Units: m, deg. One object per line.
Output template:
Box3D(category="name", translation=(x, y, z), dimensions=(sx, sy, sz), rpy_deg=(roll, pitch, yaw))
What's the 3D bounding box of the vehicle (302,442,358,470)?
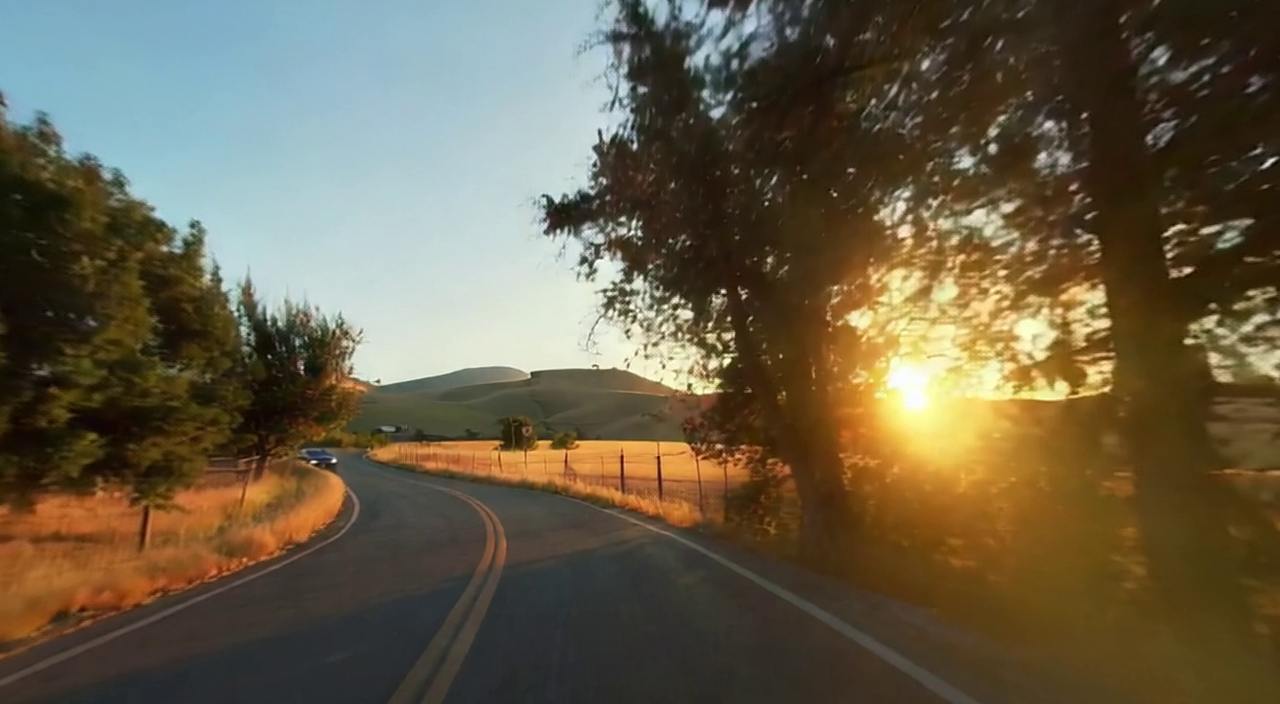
Box3D(category="vehicle", translation=(-19.658, 6.546, 39.857), dimensions=(2.075, 1.562, 4.241), rpy_deg=(8, -11, -40))
